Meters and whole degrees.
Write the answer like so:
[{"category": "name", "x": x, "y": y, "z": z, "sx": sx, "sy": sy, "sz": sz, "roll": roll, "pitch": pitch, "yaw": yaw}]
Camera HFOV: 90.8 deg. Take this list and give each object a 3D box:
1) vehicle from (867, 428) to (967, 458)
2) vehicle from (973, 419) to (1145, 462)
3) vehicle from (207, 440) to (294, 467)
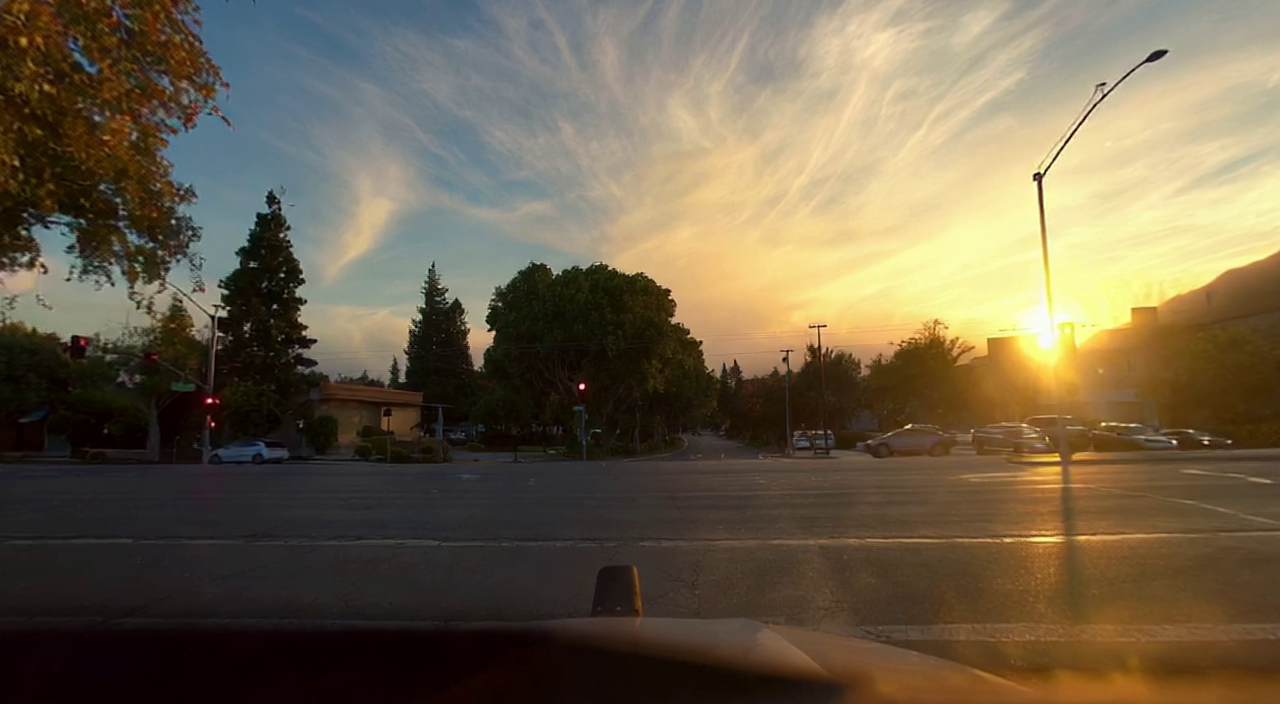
[{"category": "vehicle", "x": 14.699, "y": 4.866, "z": 33.758, "sx": 4.488, "sy": 1.536, "sz": 1.849, "roll": -2, "pitch": -9, "yaw": 10}, {"category": "vehicle", "x": 15.024, "y": 3.219, "z": 22.945, "sx": 4.749, "sy": 1.461, "sz": 1.892, "roll": -1, "pitch": -9, "yaw": 9}, {"category": "vehicle", "x": -22.747, "y": 5.918, "z": 36.982, "sx": 4.020, "sy": 1.517, "sz": 1.855, "roll": -2, "pitch": -9, "yaw": 10}]
